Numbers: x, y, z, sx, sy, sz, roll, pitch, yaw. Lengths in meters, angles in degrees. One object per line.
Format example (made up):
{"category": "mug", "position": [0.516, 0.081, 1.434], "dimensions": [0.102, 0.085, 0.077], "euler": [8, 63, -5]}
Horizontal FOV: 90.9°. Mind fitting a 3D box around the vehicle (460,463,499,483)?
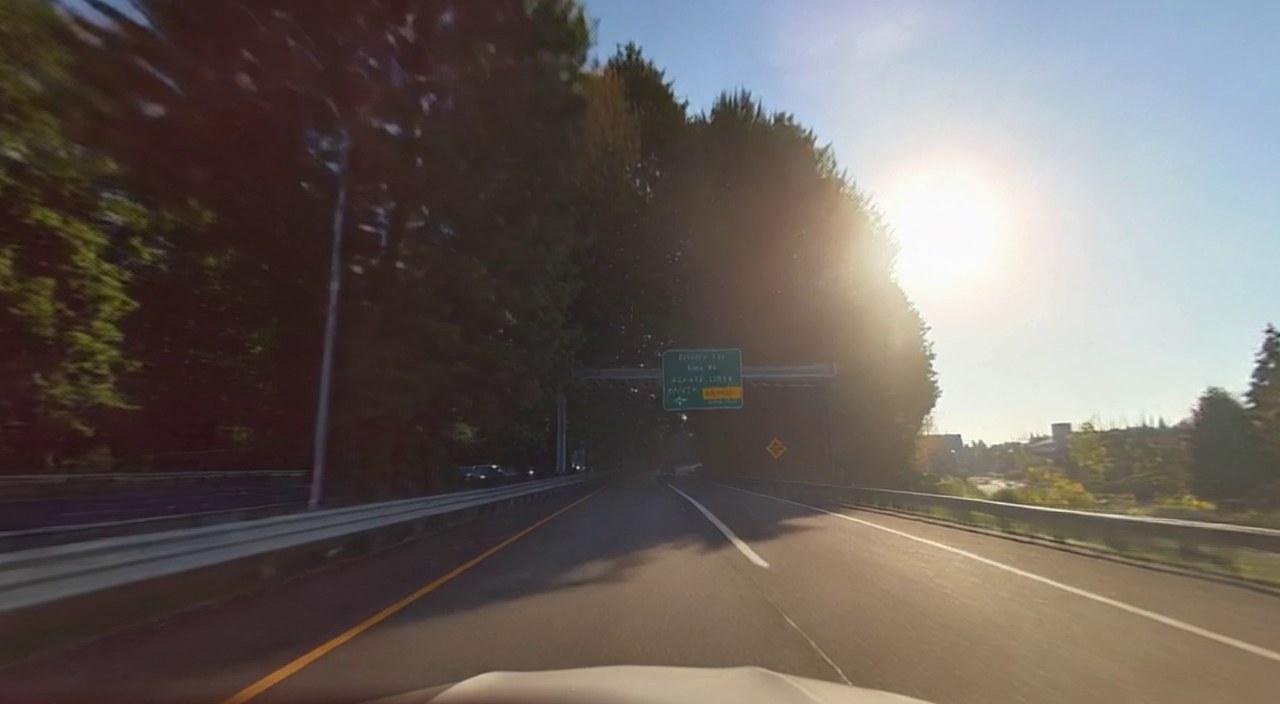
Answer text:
{"category": "vehicle", "position": [-12.667, 9.581, 49.933], "dimensions": [1.858, 1.466, 4.258], "euler": [1, -11, 1]}
